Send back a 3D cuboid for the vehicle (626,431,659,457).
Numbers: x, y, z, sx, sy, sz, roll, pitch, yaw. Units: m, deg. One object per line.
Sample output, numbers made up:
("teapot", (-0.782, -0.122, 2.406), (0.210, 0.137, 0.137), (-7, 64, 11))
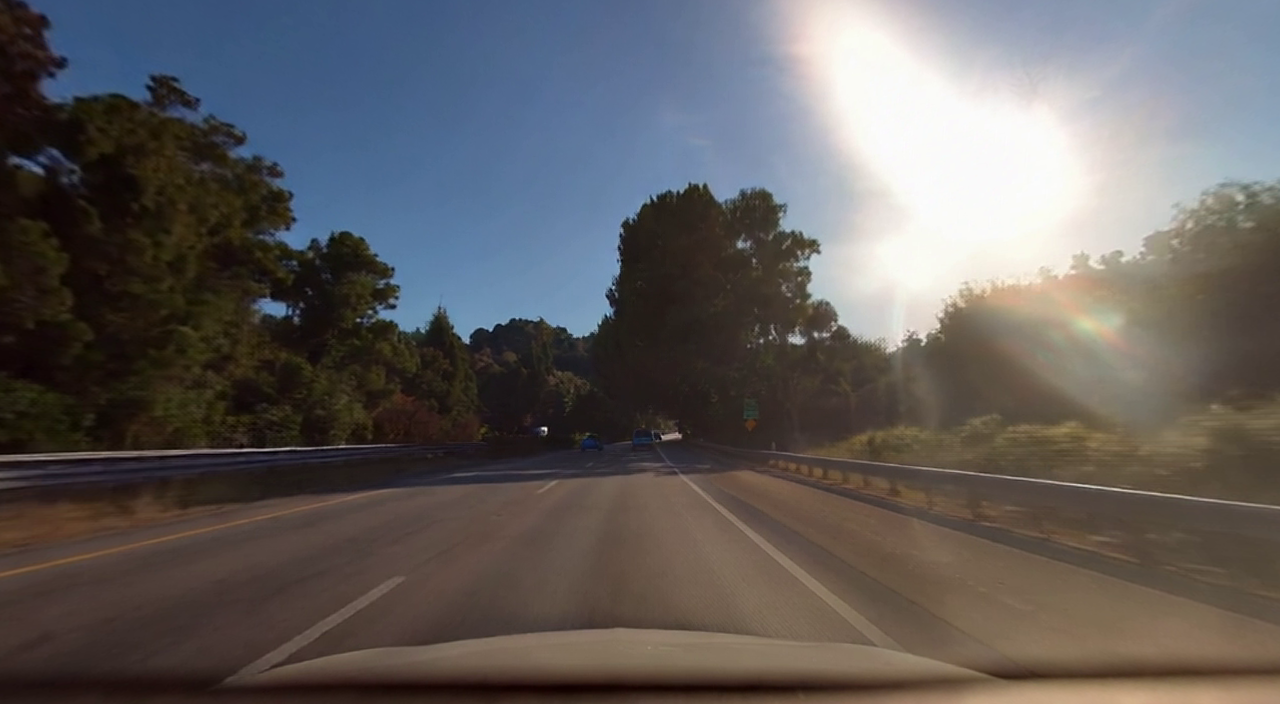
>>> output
("vehicle", (0.106, 5.970, 41.084), (2.041, 1.618, 3.898), (0, -8, -1))
